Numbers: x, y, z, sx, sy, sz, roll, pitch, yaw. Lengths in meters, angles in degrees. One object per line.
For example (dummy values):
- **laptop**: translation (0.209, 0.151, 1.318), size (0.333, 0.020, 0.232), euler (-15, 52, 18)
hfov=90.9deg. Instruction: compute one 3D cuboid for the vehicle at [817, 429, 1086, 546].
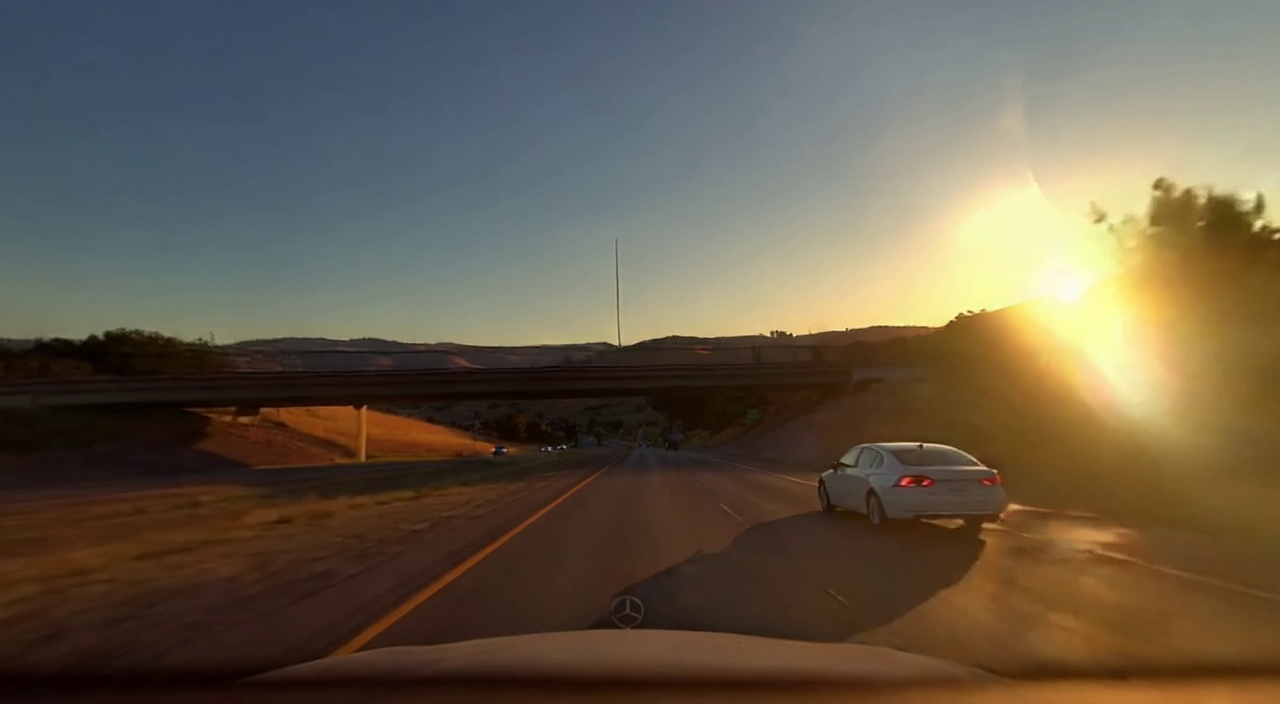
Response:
- **vehicle**: translation (4.685, 2.088, 10.531), size (2.027, 1.487, 4.718), euler (0, -8, -1)
